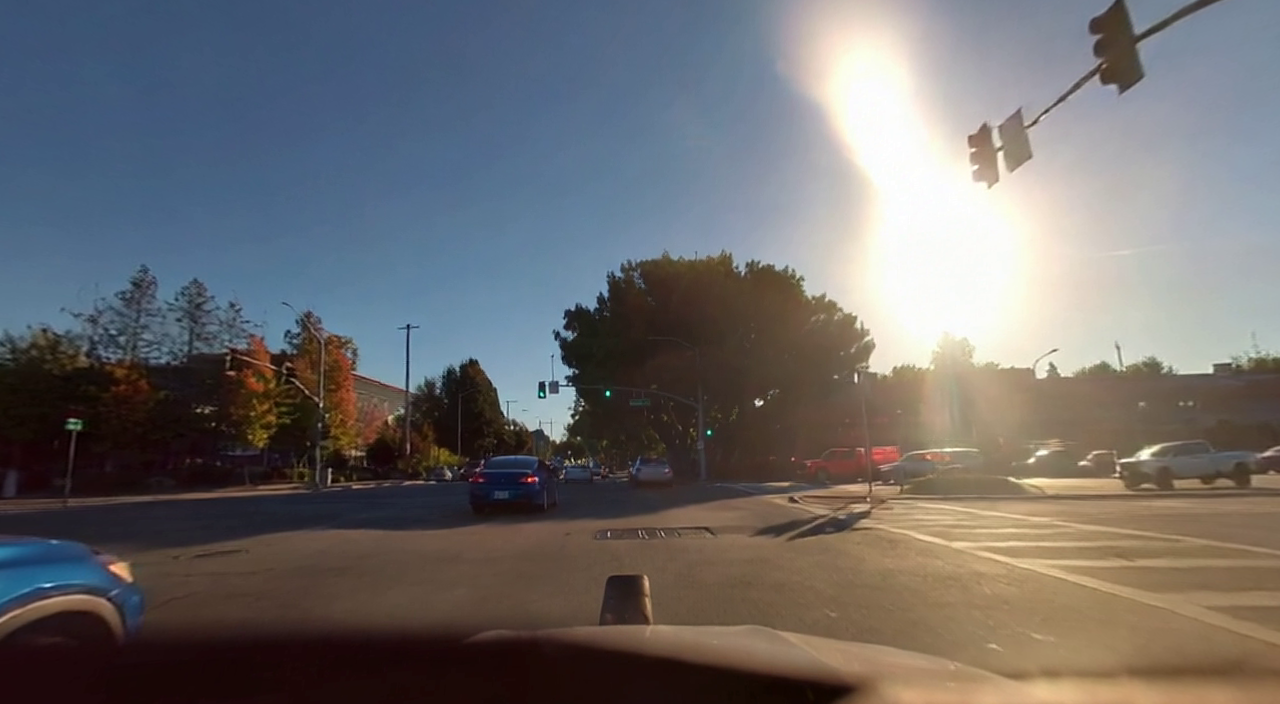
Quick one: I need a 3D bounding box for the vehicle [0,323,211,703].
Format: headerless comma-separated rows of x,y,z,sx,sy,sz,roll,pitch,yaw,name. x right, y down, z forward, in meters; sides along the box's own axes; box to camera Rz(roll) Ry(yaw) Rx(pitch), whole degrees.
-3.193,0.590,0.646,2.190,1.766,4.649,0,-8,0,vehicle

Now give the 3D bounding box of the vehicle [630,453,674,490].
0.577,6.078,32.362,2.163,1.678,3.846,0,-8,0,vehicle

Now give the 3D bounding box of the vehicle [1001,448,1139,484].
18.669,4.954,27.540,4.478,1.495,2.063,0,-8,0,vehicle

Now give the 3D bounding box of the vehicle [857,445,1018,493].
10.989,4.391,23.570,4.875,1.473,2.077,-2,-12,-1,vehicle

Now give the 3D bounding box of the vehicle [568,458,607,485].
-3.271,7.542,40.025,2.013,1.474,4.393,0,-8,1,vehicle

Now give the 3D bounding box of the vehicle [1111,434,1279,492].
20.986,4.129,23.740,4.585,1.681,2.140,-5,-7,1,vehicle

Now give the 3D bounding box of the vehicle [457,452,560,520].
-3.329,3.446,16.675,1.960,1.528,3.490,0,-8,0,vehicle
